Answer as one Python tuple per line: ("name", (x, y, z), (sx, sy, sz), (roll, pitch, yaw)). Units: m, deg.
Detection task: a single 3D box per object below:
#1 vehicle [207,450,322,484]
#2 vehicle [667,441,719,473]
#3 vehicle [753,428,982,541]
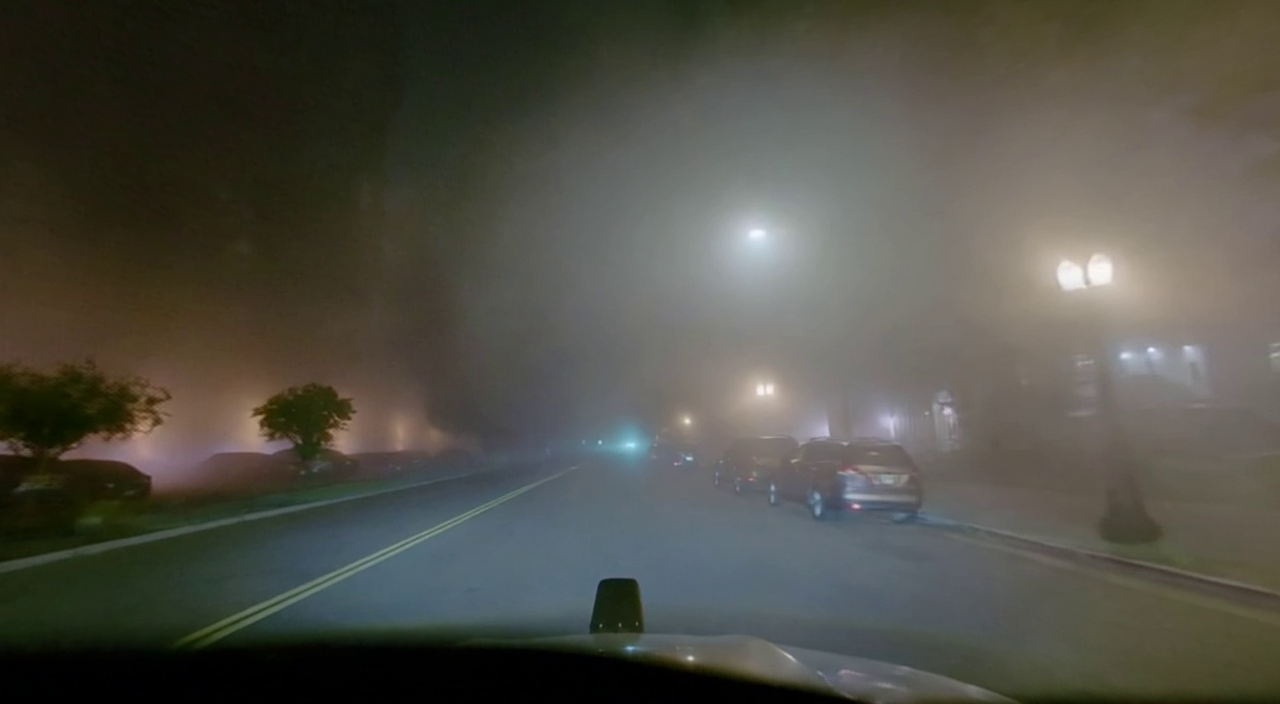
("vehicle", (-17.500, 5.348, 29.503), (4.491, 1.455, 1.959), (-3, -9, 16))
("vehicle", (2.660, 5.425, 32.961), (1.952, 1.538, 5.215), (0, -8, -4))
("vehicle", (3.631, 2.211, 11.341), (1.933, 1.528, 5.006), (0, -8, -4))
